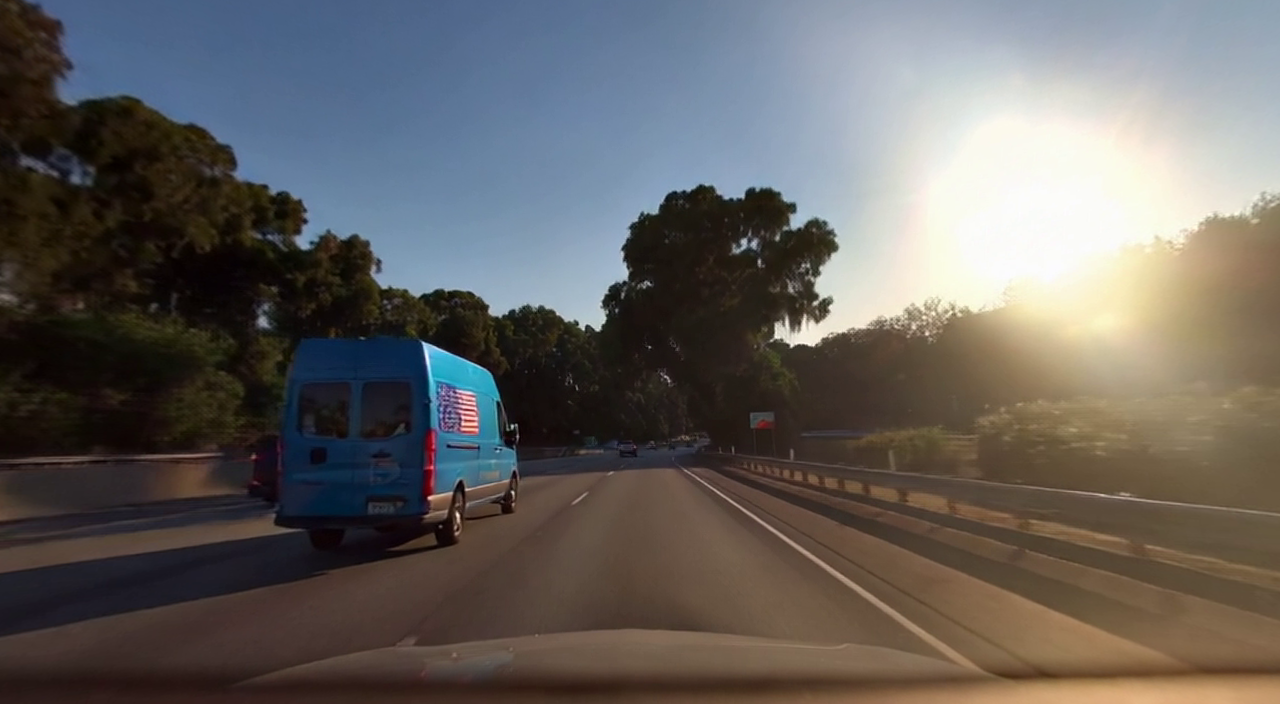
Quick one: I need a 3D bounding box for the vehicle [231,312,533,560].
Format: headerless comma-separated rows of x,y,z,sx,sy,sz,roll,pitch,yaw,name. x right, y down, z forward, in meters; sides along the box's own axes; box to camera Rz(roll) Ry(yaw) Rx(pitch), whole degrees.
-3.468,1.361,10.197,2.319,2.883,5.632,0,-8,1,vehicle
